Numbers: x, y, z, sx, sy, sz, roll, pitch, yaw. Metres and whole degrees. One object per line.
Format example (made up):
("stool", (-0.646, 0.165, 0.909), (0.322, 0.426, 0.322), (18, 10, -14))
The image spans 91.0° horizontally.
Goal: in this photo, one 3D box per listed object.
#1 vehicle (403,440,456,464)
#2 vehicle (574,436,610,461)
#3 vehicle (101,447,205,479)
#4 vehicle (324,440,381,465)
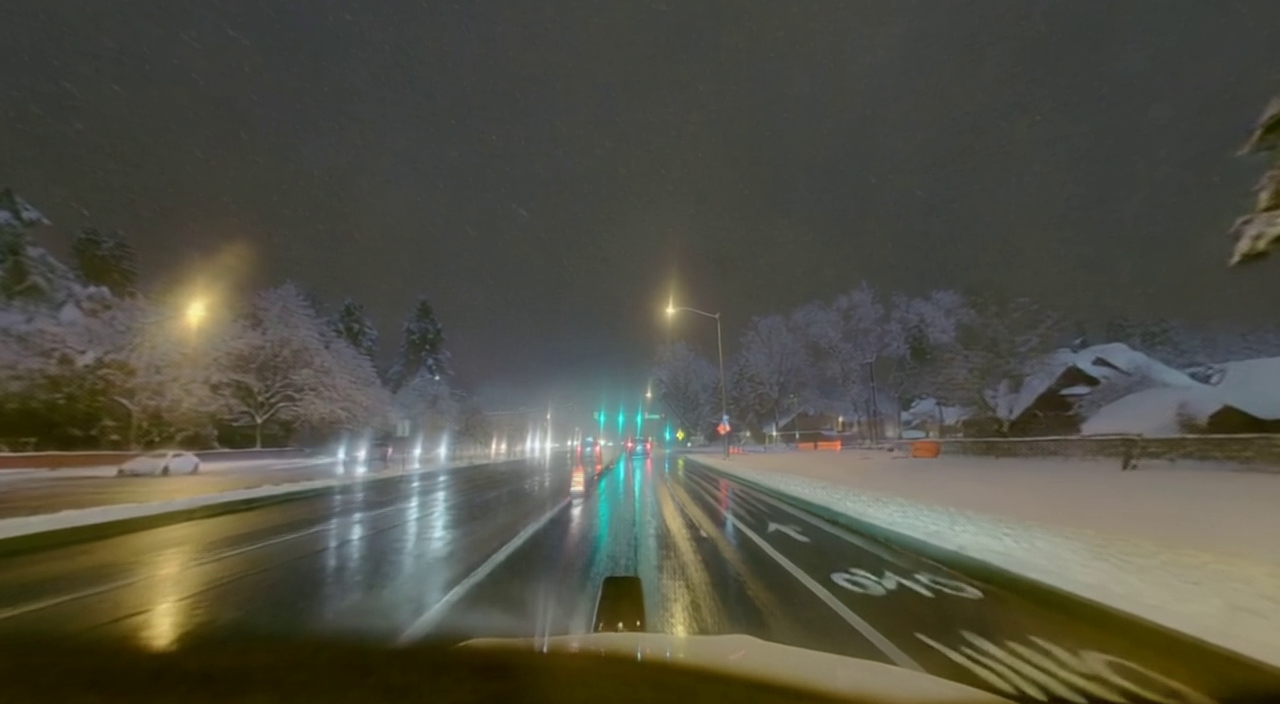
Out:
("vehicle", (-14.152, 6.713, 42.530), (1.953, 1.509, 4.452), (0, -8, 1))
("vehicle", (-3.336, 6.805, 44.649), (2.198, 1.663, 4.519), (0, -8, 1))
("vehicle", (-24.788, 5.643, 32.278), (1.834, 1.502, 4.346), (0, -8, 0))
("vehicle", (-20.965, 7.346, 46.146), (2.020, 1.685, 4.491), (0, -8, 0))
